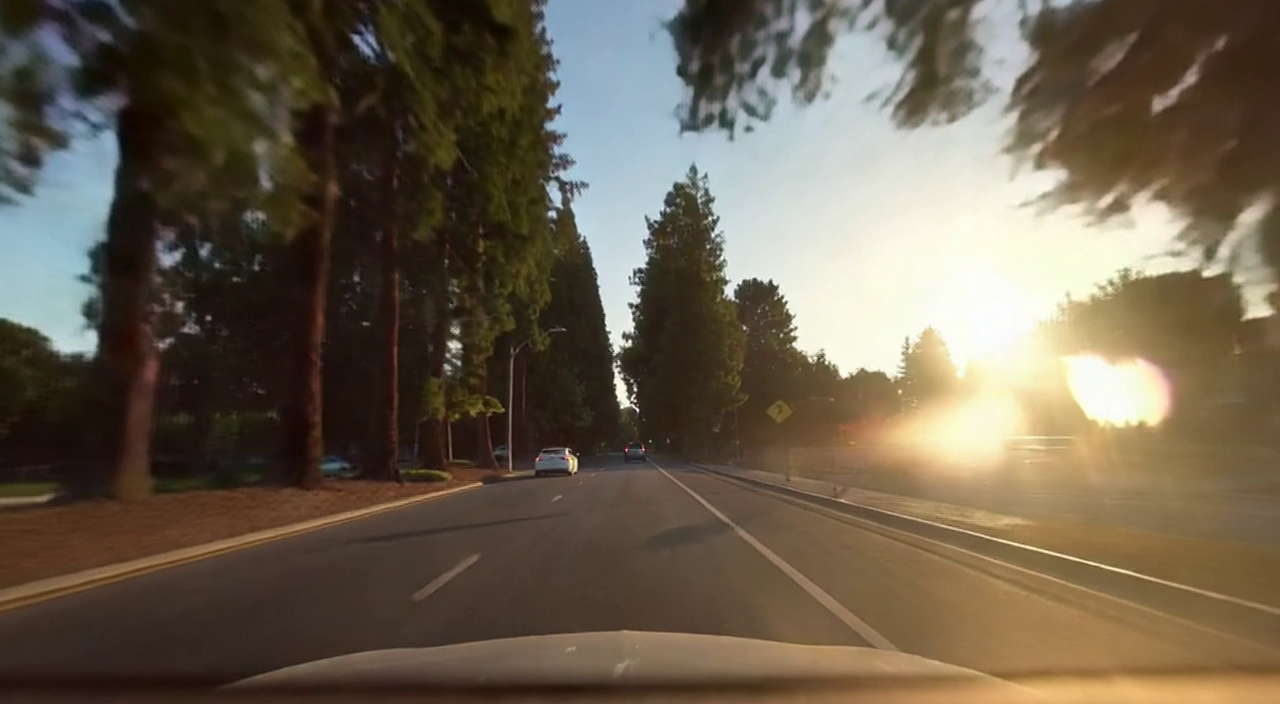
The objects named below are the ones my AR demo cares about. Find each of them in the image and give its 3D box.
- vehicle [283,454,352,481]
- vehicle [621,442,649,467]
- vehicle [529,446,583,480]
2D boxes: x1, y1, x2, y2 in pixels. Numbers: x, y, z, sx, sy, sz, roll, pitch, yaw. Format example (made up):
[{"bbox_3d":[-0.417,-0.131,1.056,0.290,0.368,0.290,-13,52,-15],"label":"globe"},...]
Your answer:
[{"bbox_3d":[-19.977,7.165,39.385,1.872,1.479,4.643,0,-8,0],"label":"vehicle"},{"bbox_3d":[-0.381,7.692,47.709,2.018,1.769,3.897,0,-8,-1],"label":"vehicle"},{"bbox_3d":[-3.865,5.143,29.649,1.917,1.448,4.178,0,-8,0],"label":"vehicle"}]
